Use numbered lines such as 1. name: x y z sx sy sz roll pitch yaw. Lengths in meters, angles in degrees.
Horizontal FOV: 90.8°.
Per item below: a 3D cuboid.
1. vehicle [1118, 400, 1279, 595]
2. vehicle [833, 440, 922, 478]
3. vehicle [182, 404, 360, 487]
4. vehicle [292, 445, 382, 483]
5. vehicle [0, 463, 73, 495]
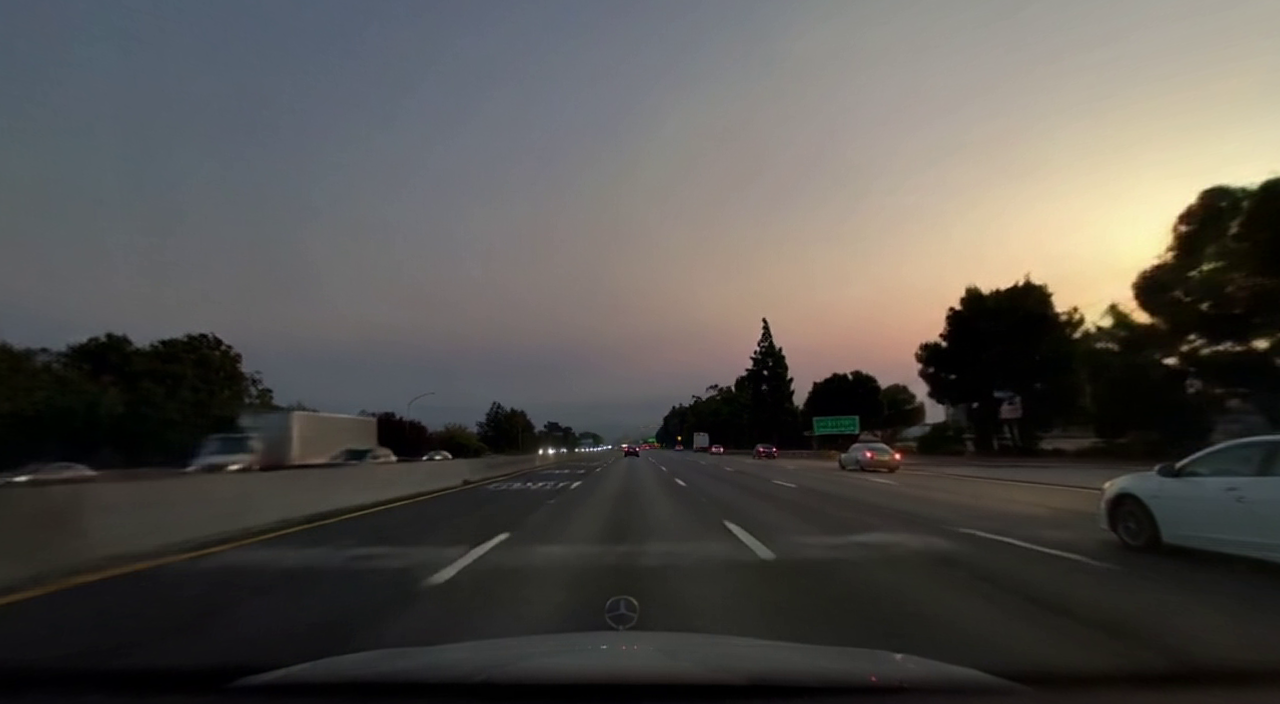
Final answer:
1. vehicle: 6.590 1.185 4.984 2.027 1.679 4.543 0 -9 0
2. vehicle: 10.511 4.747 28.426 1.962 1.536 4.945 0 -9 -1
3. vehicle: -15.375 4.039 27.302 2.814 3.036 7.829 0 -9 1
4. vehicle: -11.183 4.121 23.584 1.620 1.274 3.583 0 -8 -1
5. vehicle: -35.628 7.278 36.467 1.879 1.576 4.072 -1 -9 3
